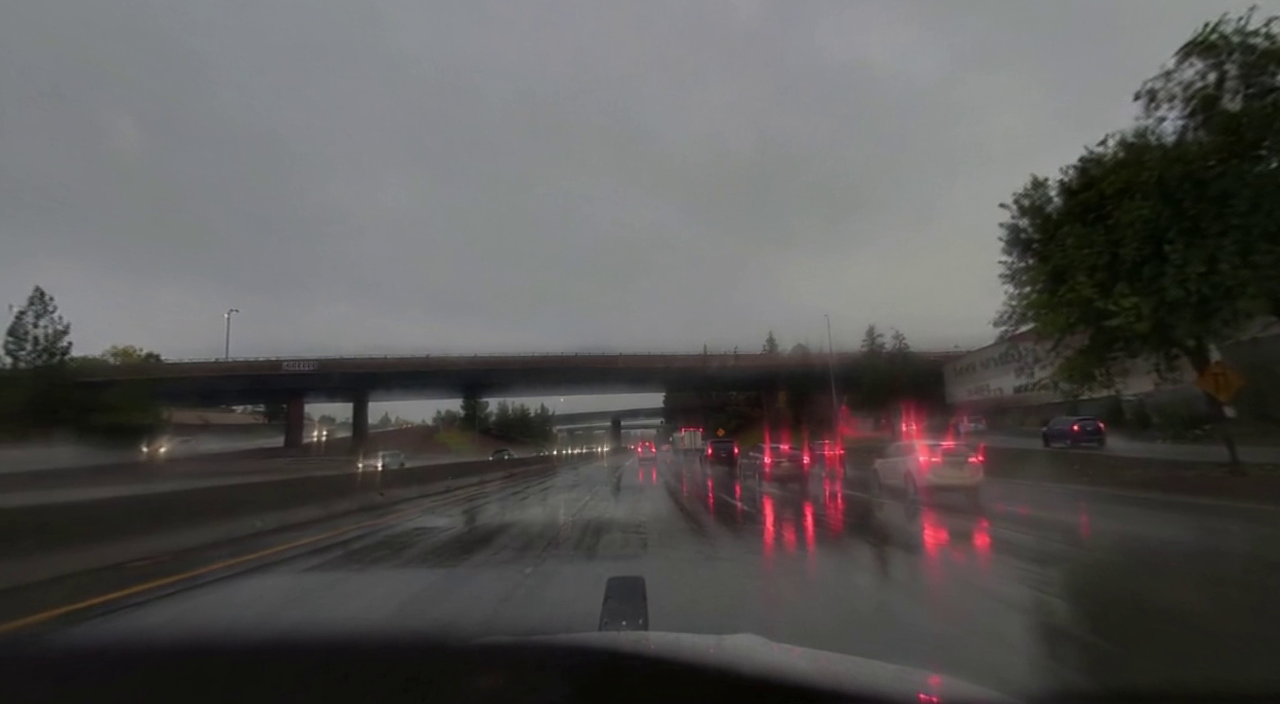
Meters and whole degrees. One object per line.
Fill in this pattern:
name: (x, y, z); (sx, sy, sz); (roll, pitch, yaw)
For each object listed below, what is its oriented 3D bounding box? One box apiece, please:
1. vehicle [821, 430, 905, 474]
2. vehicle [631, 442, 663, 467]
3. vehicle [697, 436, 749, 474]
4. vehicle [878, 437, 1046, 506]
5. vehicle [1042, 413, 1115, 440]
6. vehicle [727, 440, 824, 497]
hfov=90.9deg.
vehicle: (11.198, 5.079, 32.252); (2.193, 2.025, 5.606); (0, -9, 0)
vehicle: (0.438, 7.172, 44.096); (2.124, 1.639, 4.122); (0, -9, 0)
vehicle: (4.314, 5.468, 33.636); (2.086, 1.858, 4.737); (0, -9, -1)
vehicle: (7.846, 2.932, 15.946); (1.919, 1.476, 4.303); (0, -9, -1)
vehicle: (31.971, 5.510, 46.218); (2.131, 1.840, 4.870); (-1, -9, 5)
vehicle: (3.884, 3.424, 18.911); (1.902, 1.481, 4.451); (0, -9, -1)
